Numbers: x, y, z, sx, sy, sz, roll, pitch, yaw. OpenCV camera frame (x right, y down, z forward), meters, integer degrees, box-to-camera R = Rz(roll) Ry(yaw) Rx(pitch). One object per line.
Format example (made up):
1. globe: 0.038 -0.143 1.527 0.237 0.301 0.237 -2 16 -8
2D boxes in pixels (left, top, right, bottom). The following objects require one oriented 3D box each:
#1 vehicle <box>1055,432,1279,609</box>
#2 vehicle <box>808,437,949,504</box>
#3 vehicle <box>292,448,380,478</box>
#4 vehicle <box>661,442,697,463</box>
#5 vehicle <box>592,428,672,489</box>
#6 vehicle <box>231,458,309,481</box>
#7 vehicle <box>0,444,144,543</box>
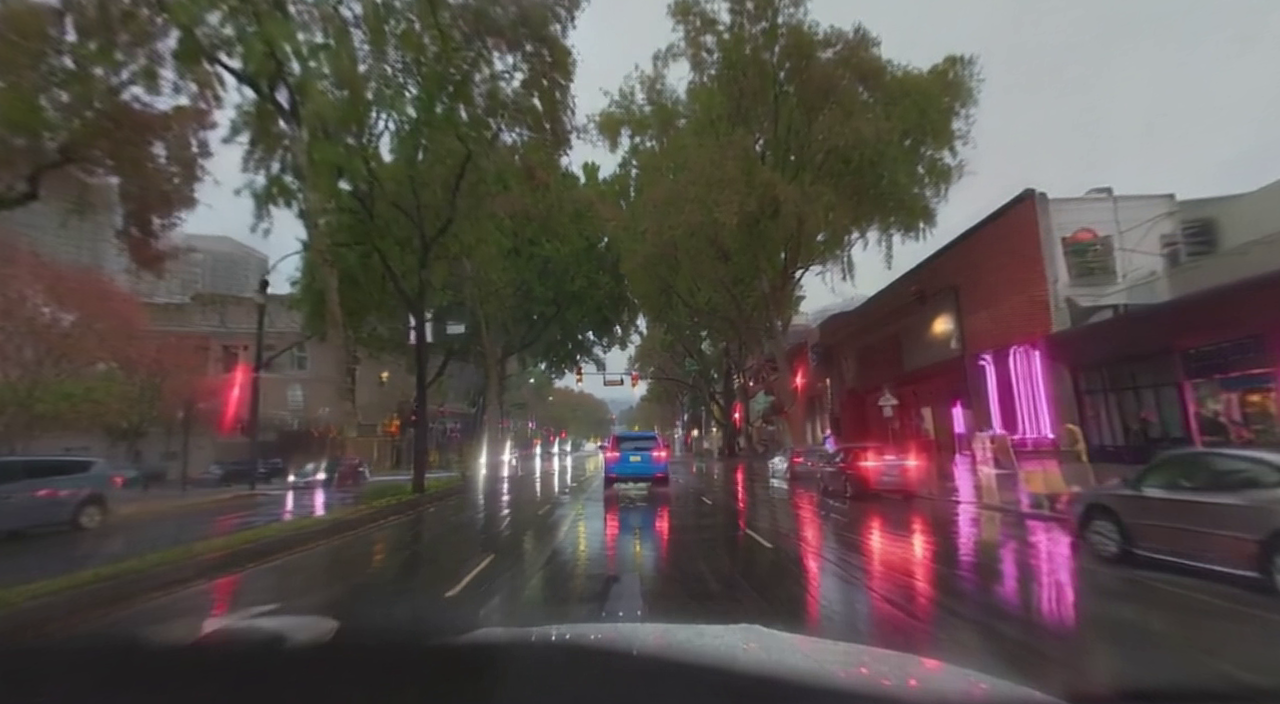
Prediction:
1. vehicle: 6.215 1.438 5.573 1.964 1.429 4.515 0 -9 -1
2. vehicle: 6.072 3.053 16.731 1.986 1.515 4.265 0 -9 -1
3. vehicle: -18.632 6.775 38.793 4.427 1.757 2.125 -2 -9 11
4. vehicle: 2.734 7.222 45.532 2.209 1.478 4.138 0 -9 -1
5. vehicle: -0.284 3.555 21.335 2.382 1.796 4.610 0 -9 -1
6. vehicle: -26.080 8.268 44.663 4.317 1.524 1.809 0 -9 -1
7. vehicle: -14.057 3.018 13.817 2.197 1.985 5.183 0 -9 0
